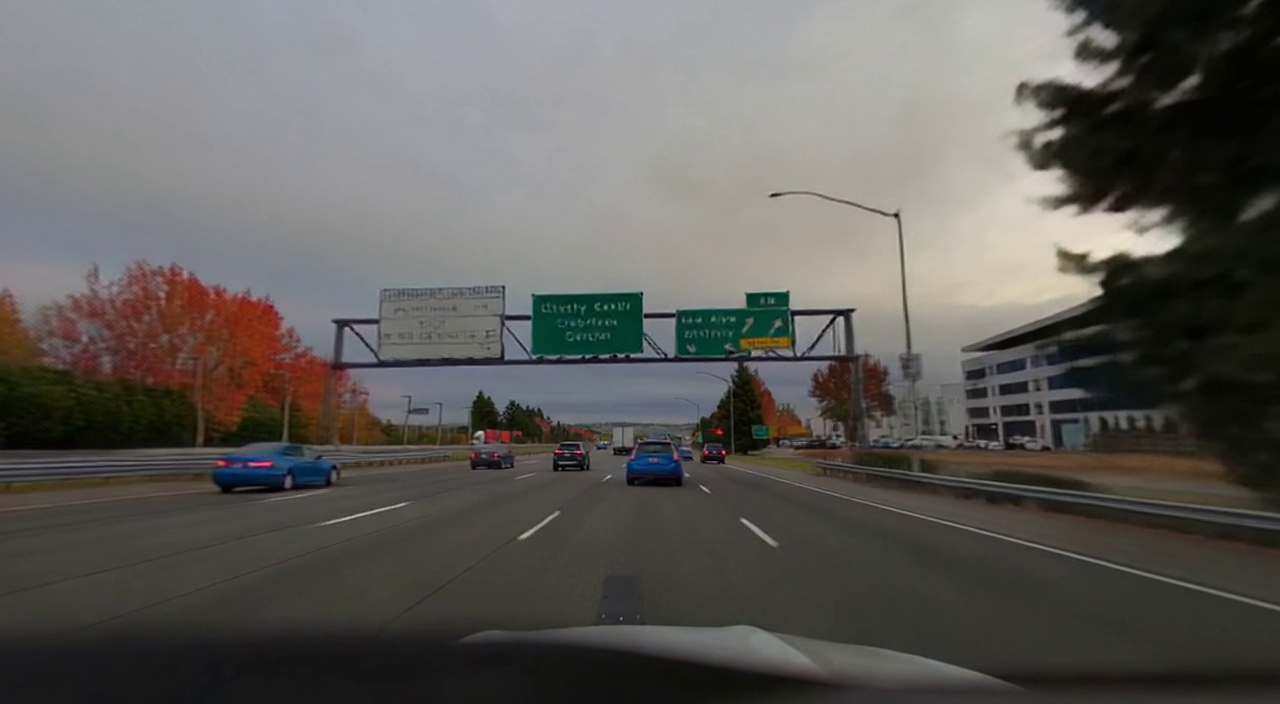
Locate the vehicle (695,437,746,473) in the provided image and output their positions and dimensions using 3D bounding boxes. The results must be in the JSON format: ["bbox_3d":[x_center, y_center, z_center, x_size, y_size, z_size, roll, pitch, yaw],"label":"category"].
[{"bbox_3d":[4.212,5.488,33.664,2.193,1.778,4.488,0,-9,1],"label":"vehicle"}]

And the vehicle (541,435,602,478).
[{"bbox_3d":[-2.986,4.648,28.323,2.111,1.742,4.315,0,-9,2],"label":"vehicle"}]

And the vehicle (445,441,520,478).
[{"bbox_3d":[-6.966,4.804,28.442,2.057,1.496,4.661,0,-9,2],"label":"vehicle"}]

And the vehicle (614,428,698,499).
[{"bbox_3d":[0.500,3.166,18.235,2.101,1.742,4.495,0,-9,2],"label":"vehicle"}]

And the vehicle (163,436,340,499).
[{"bbox_3d":[-10.769,3.215,17.983,2.006,1.509,4.634,0,-9,1],"label":"vehicle"}]
